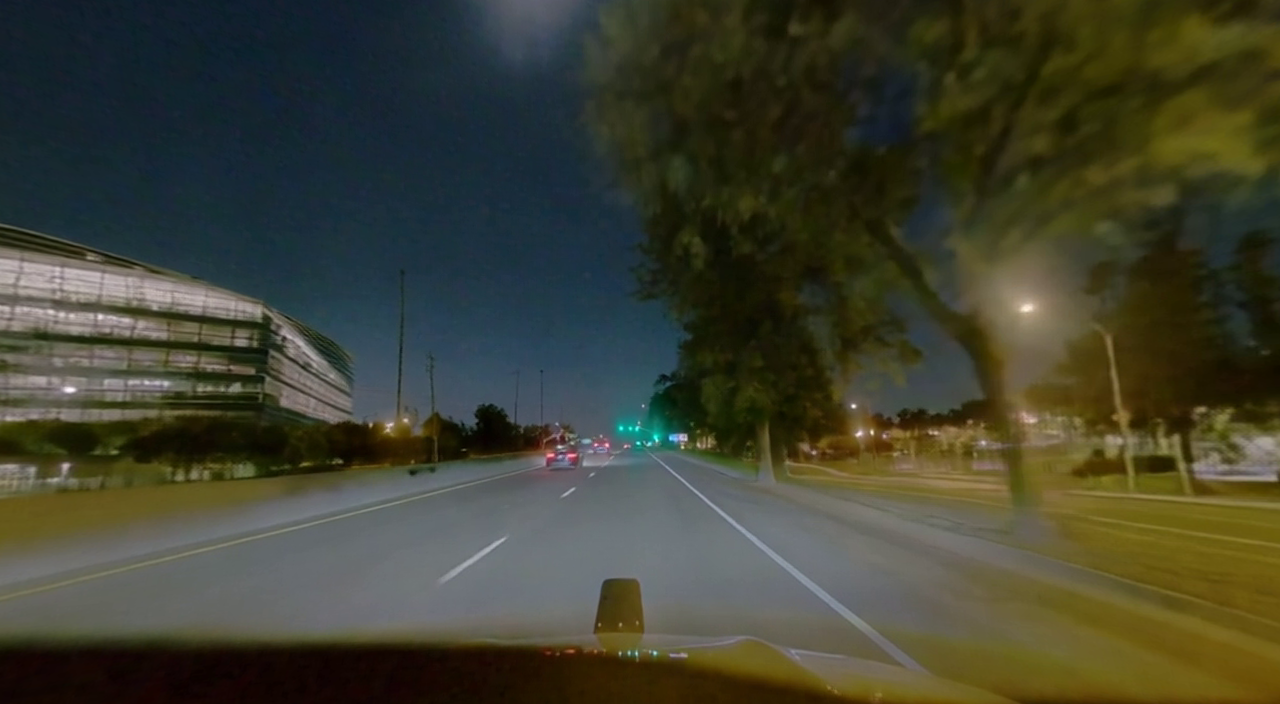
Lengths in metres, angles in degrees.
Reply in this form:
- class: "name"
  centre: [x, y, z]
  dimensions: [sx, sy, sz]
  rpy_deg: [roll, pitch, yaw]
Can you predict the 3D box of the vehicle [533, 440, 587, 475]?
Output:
- class: "vehicle"
  centre: [-3.740, 4.999, 30.234]
  dimensions: [1.984, 1.521, 4.682]
  rpy_deg: [0, -8, 0]
